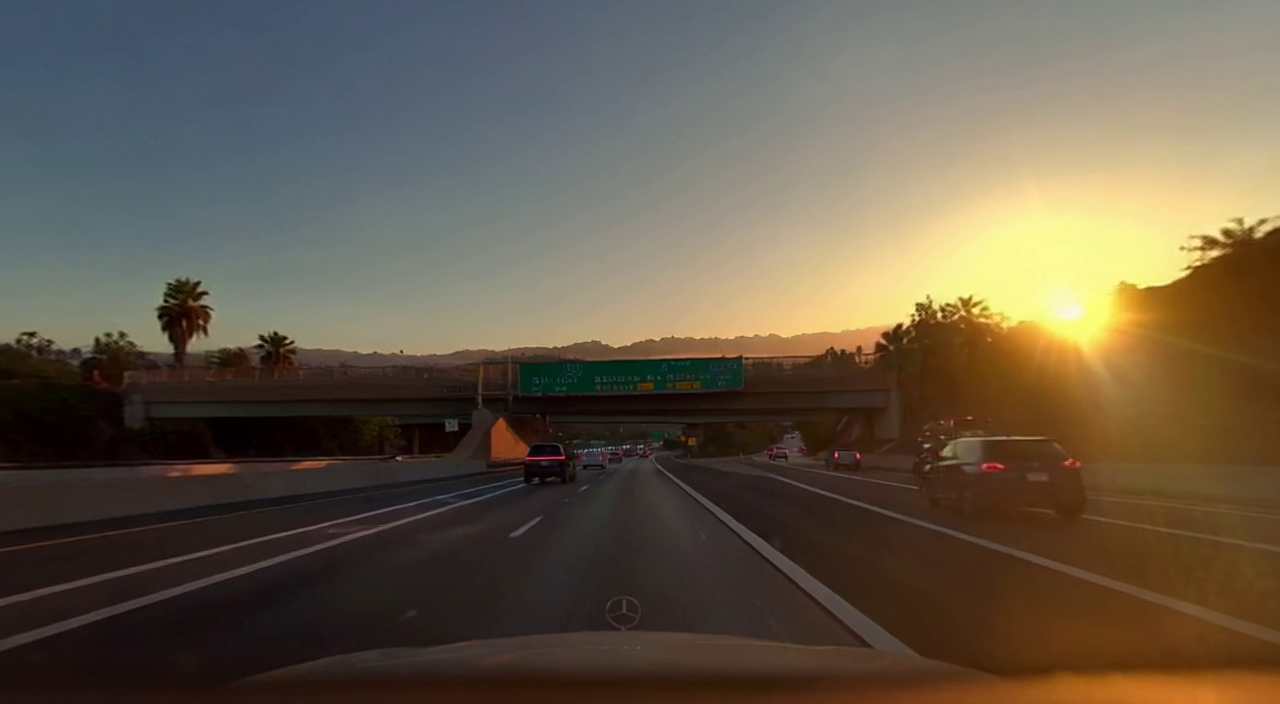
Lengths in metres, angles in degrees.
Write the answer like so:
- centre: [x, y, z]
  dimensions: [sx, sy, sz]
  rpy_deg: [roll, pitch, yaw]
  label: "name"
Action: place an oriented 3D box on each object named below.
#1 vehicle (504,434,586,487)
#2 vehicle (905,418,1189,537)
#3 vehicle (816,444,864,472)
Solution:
- centre: [-3.791, 4.503, 26.391]
  dimensions: [2.420, 1.937, 5.916]
  rpy_deg: [0, -9, 1]
  label: "vehicle"
- centre: [7.320, 2.328, 12.305]
  dimensions: [2.303, 1.791, 5.247]
  rpy_deg: [-1, -9, 4]
  label: "vehicle"
- centre: [13.623, 7.239, 43.201]
  dimensions: [1.991, 1.755, 4.836]
  rpy_deg: [-1, -9, 3]
  label: "vehicle"
